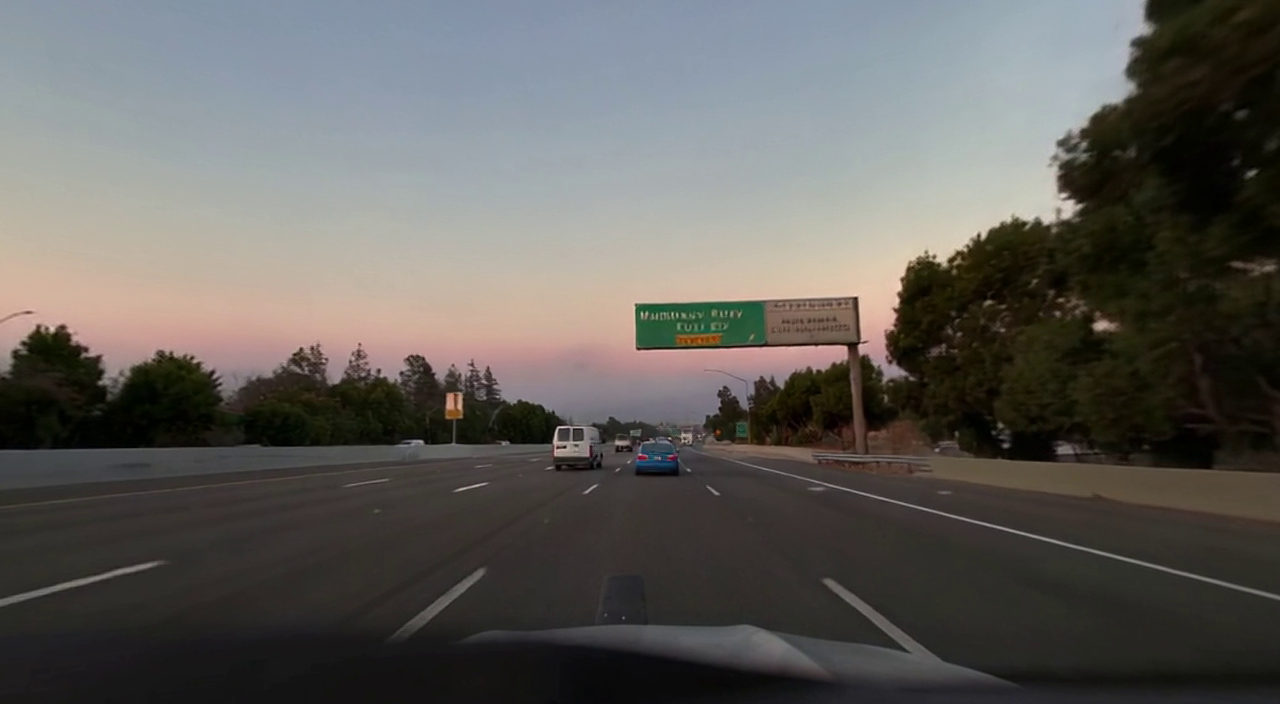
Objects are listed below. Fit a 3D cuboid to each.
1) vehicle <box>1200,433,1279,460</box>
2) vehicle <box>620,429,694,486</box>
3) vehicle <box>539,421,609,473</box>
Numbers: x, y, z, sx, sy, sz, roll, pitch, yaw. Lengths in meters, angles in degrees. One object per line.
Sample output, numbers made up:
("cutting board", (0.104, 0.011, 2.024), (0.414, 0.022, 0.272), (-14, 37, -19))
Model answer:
("vehicle", (38.077, 5.891, 39.024), (1.919, 1.563, 4.399), (2, -8, -12))
("vehicle", (0.521, 3.423, 20.657), (2.165, 1.653, 4.456), (0, -8, 0))
("vehicle", (-2.881, 4.328, 28.774), (2.526, 2.146, 5.594), (0, -8, 1))
